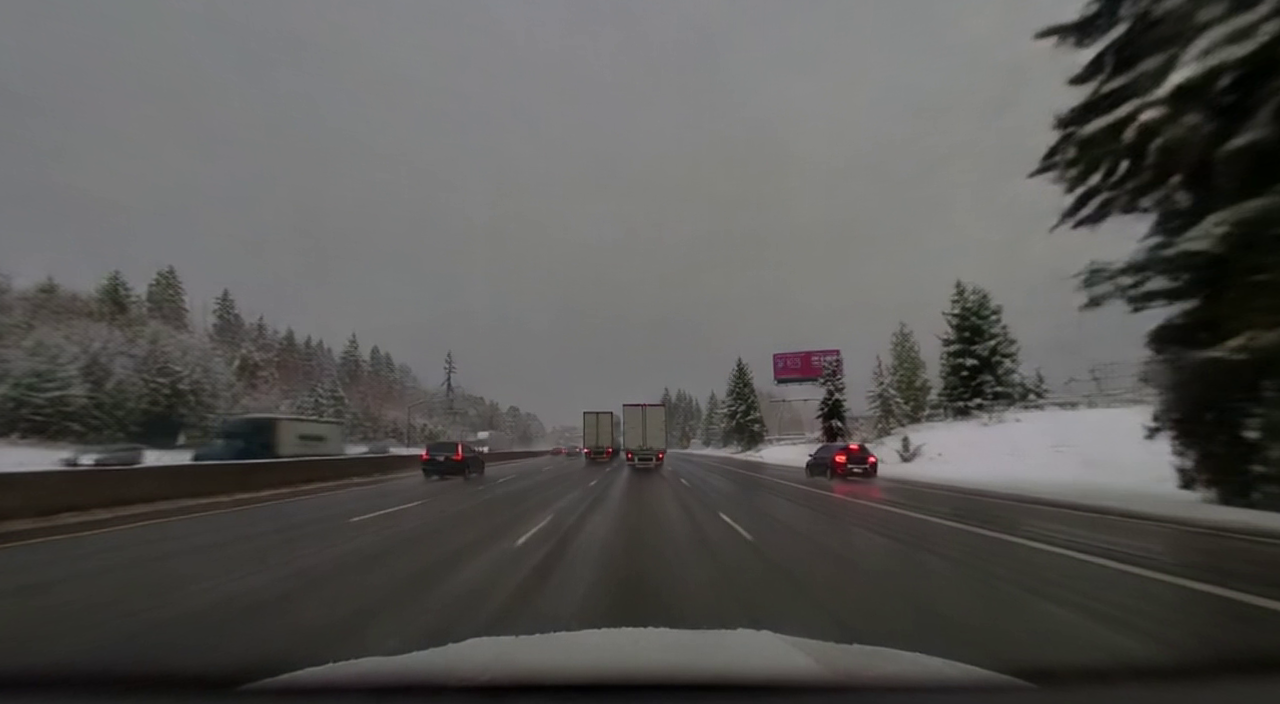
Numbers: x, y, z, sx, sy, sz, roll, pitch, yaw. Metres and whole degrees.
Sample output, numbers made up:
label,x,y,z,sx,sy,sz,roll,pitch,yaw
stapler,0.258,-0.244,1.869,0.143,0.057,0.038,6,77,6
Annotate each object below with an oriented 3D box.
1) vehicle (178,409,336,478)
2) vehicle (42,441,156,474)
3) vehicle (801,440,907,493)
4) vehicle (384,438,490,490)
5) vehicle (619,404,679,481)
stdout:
label,x,y,z,sx,sy,sz,roll,pitch,yaw
vehicle,-19.025,4.661,32.120,3.046,3.028,7.741,-1,-8,1
vehicle,-36.503,7.077,42.875,2.471,1.996,5.893,-1,-8,1
vehicle,7.005,3.783,21.210,1.969,1.560,4.394,0,-8,-1
vehicle,-6.729,3.760,21.543,1.992,1.547,4.673,-1,-8,1
vehicle,0.414,5.299,38.549,3.054,3.944,11.230,-1,-6,-1
